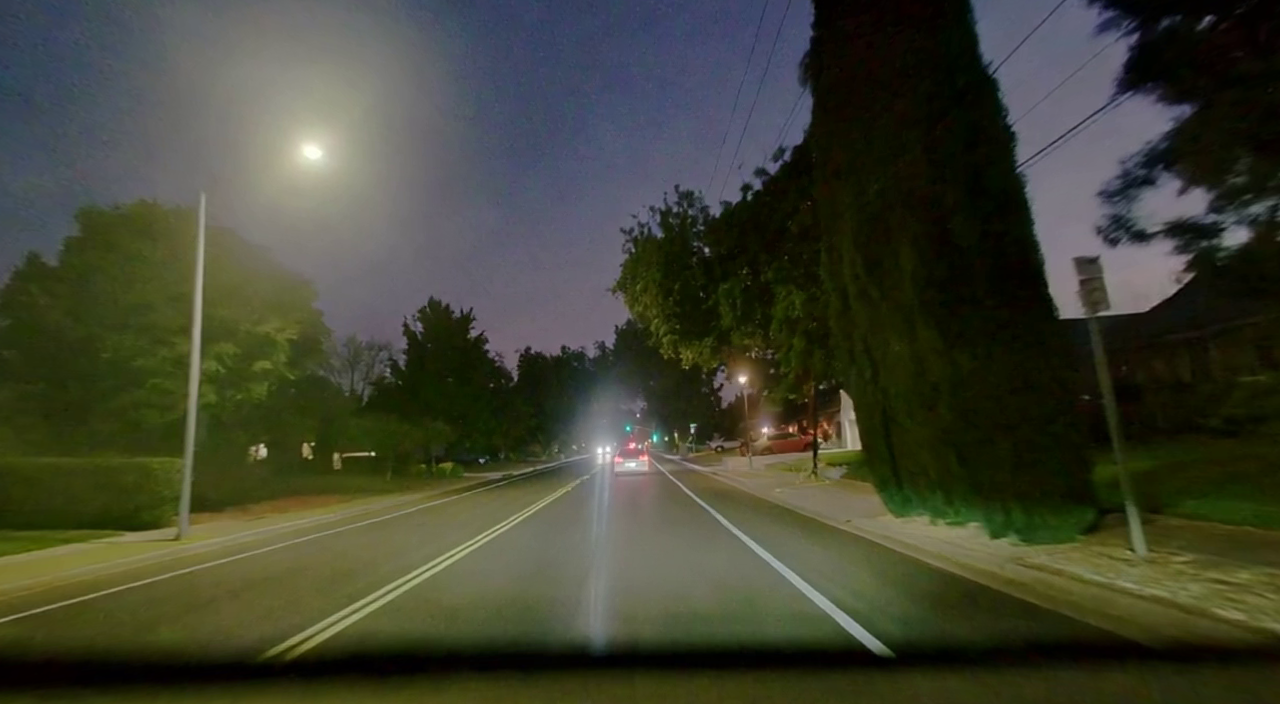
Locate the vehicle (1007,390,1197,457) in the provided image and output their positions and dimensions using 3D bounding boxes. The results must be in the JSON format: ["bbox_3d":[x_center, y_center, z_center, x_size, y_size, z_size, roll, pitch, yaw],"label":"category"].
[{"bbox_3d":[16.973,2.688,23.429,5.269,1.813,2.063,-6,-9,-1],"label":"vehicle"}]

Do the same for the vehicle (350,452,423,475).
[{"bbox_3d":[-17.109,7.483,42.638,4.608,1.481,1.890,-4,-10,26],"label":"vehicle"}]

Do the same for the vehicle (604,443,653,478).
[{"bbox_3d":[-0.504,4.941,28.963,2.098,1.483,4.099,0,-9,0],"label":"vehicle"}]
